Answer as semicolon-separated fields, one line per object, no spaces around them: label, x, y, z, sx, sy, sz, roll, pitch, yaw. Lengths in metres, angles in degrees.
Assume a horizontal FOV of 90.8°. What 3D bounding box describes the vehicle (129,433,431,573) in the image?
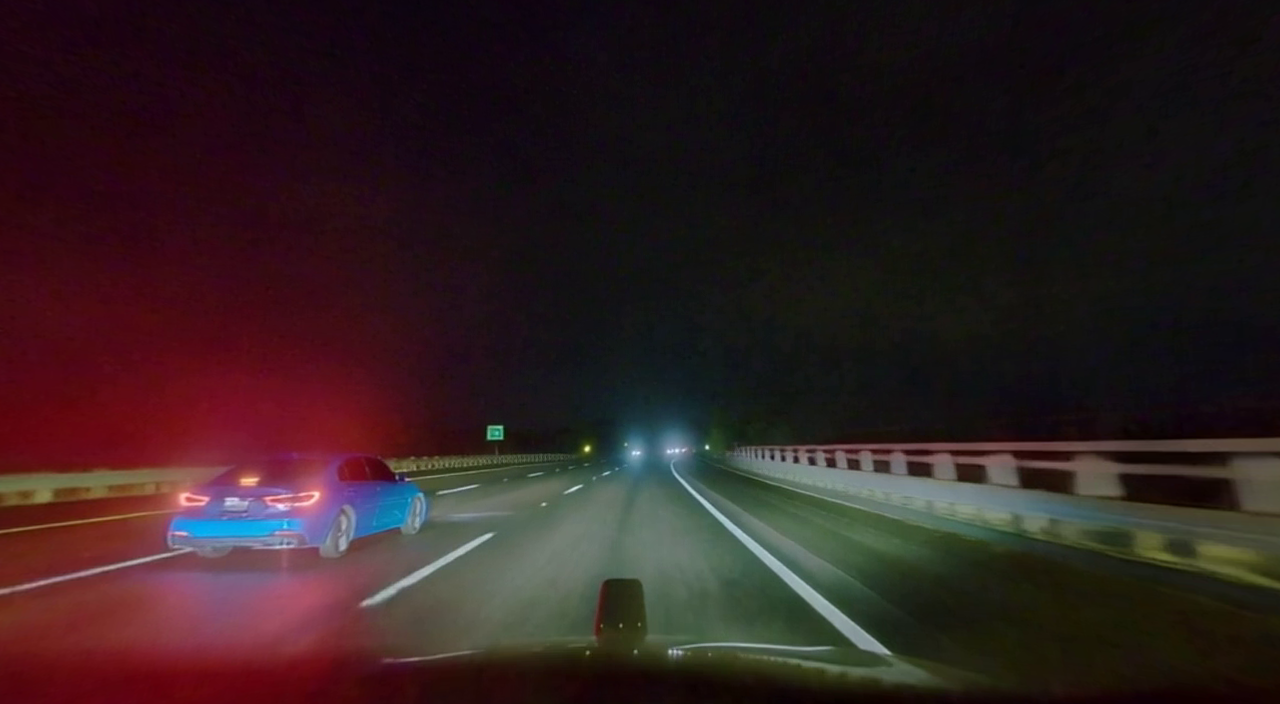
vehicle;-4.548;1.932;8.784;1.928;1.504;3.745;0;-9;1
